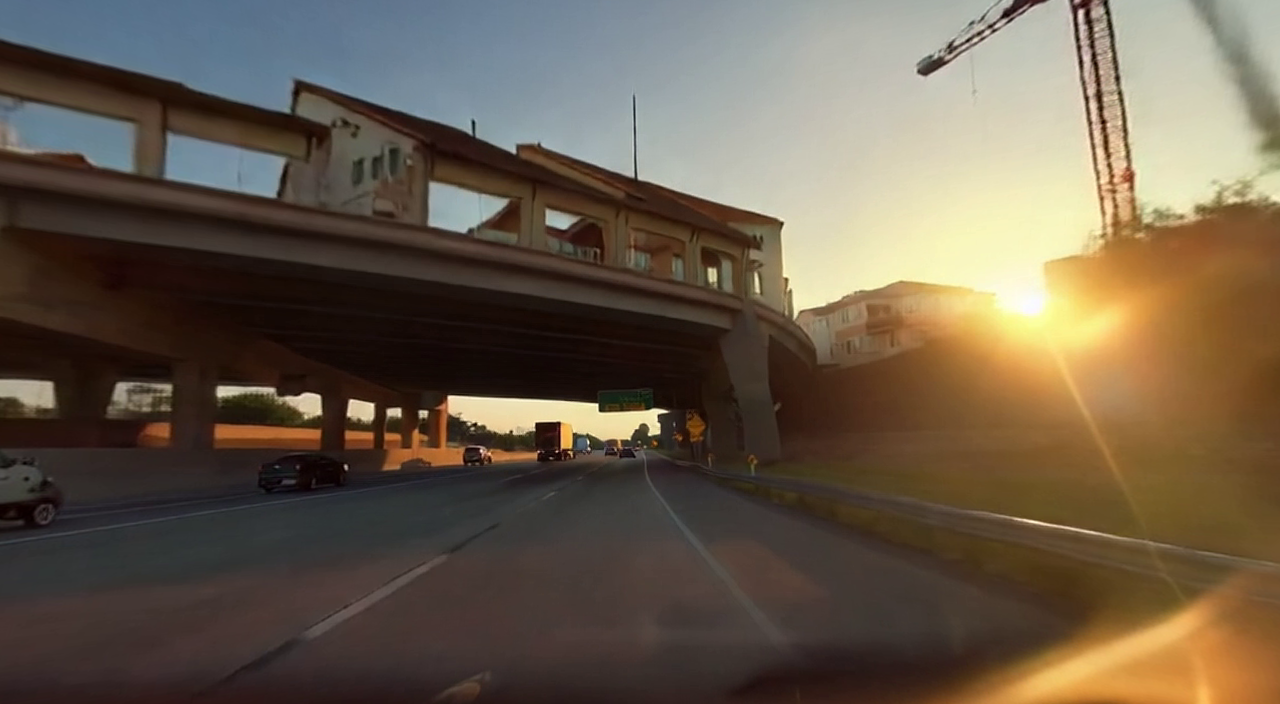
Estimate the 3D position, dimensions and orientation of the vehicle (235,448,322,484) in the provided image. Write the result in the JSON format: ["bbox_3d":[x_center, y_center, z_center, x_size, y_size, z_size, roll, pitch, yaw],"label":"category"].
[{"bbox_3d":[-19.161,6.024,33.760,1.932,1.752,4.541,0,-9,0],"label":"vehicle"}]
